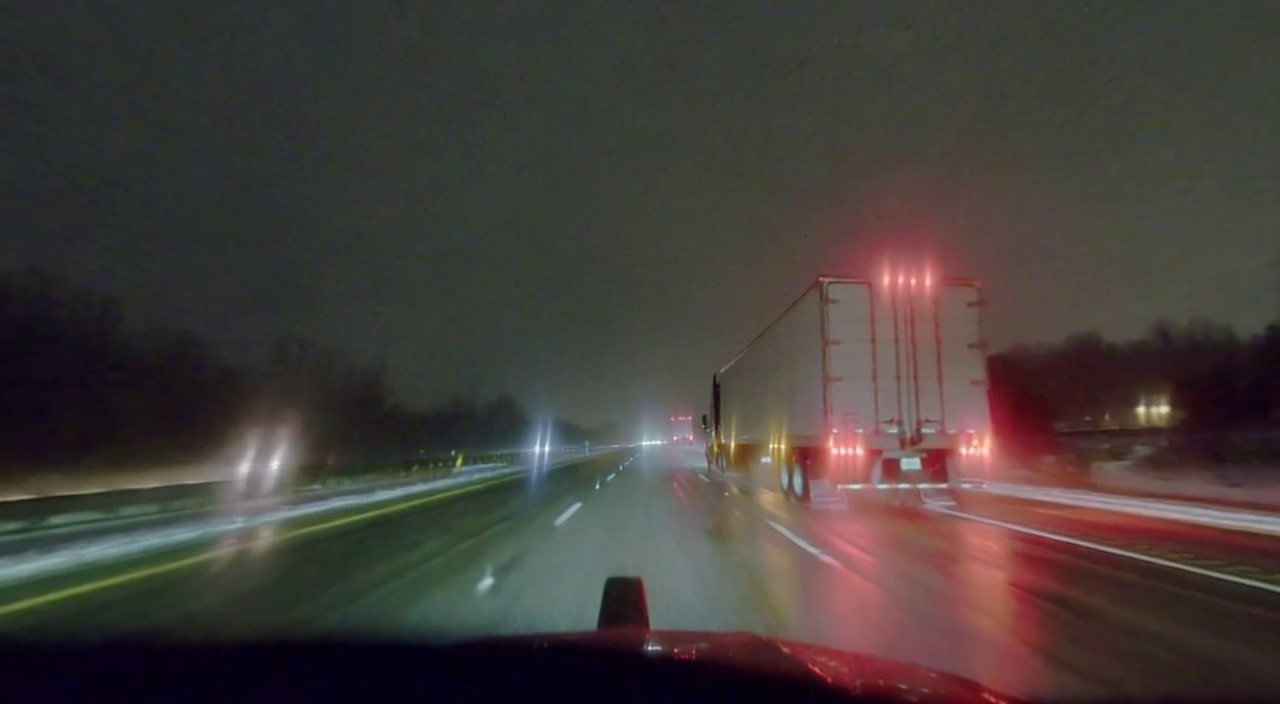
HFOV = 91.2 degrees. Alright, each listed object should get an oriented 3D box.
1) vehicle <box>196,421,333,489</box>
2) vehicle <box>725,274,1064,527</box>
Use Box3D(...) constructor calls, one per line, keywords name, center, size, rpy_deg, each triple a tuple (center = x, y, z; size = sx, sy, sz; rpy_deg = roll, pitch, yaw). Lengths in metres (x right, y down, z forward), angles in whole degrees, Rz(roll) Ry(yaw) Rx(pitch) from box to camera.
Box3D(name="vehicle", center=(-19.604, 5.434, 33.420), size=(2.652, 3.205, 7.070), rpy_deg=(0, -8, 2))
Box3D(name="vehicle", center=(4.902, 1.778, 17.056), size=(3.485, 3.975, 14.489), rpy_deg=(0, -8, 1))
